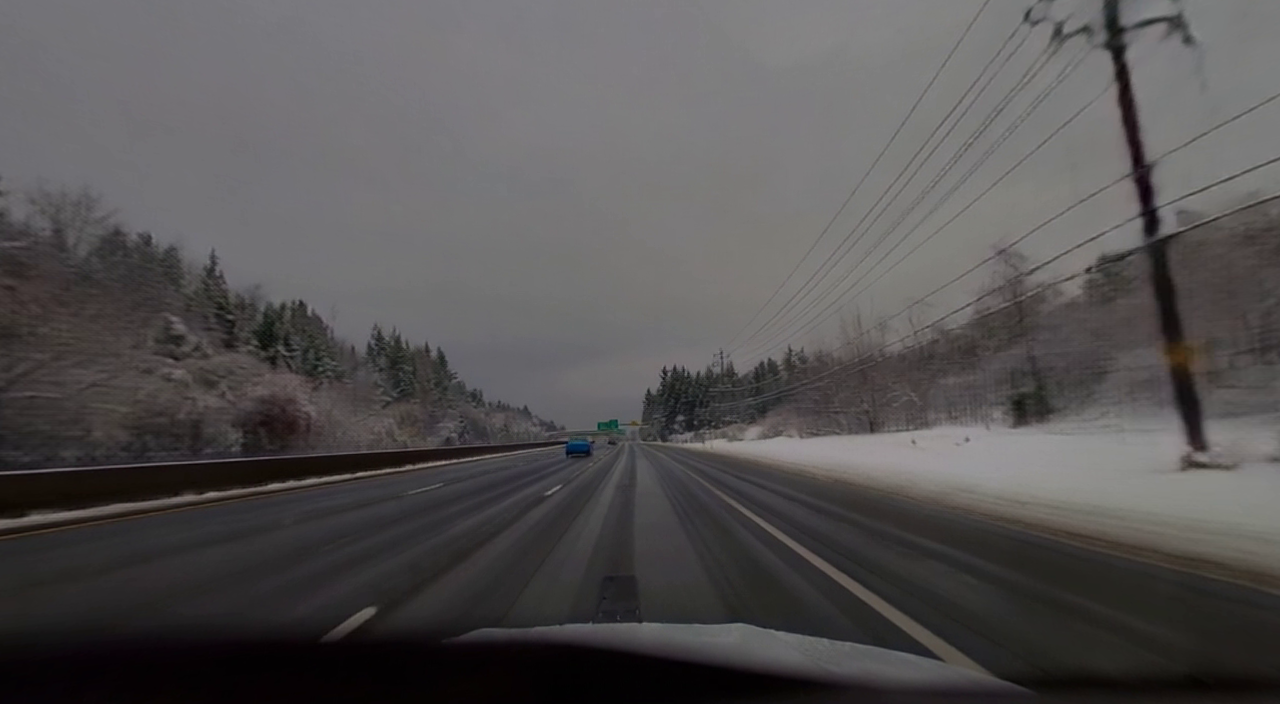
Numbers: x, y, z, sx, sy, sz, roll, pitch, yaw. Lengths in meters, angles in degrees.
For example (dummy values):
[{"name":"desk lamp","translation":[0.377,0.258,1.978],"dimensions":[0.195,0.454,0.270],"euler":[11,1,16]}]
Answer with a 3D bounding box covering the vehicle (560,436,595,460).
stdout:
[{"name":"vehicle","translation":[-4.207,6.511,42.885],"dimensions":[2.025,1.475,4.379],"euler":[0,-8,-2]}]
